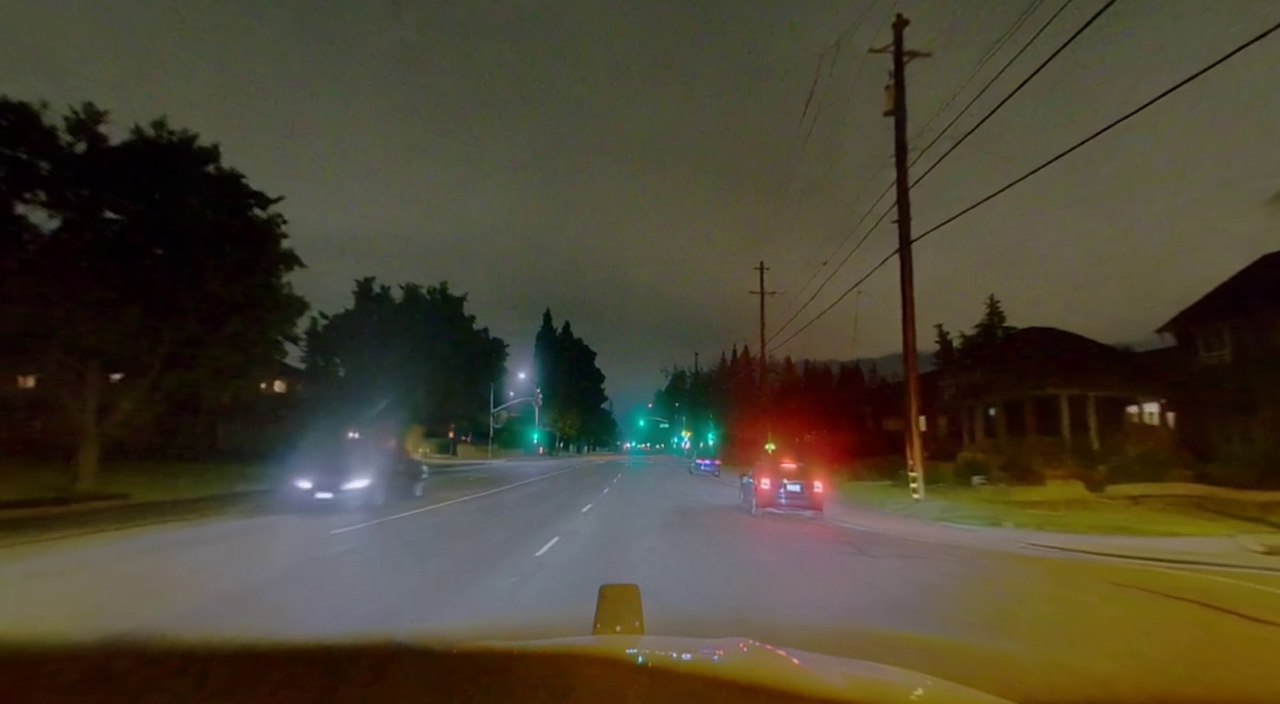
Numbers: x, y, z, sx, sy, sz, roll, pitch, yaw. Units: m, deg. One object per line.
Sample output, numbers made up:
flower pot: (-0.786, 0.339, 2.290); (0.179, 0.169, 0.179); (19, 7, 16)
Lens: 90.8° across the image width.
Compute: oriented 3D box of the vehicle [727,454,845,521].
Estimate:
vehicle: (3.777, 3.577, 17.290); (2.031, 1.500, 4.590); (1, -9, -1)

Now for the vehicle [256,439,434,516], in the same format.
vehicle: (-6.535, 2.803, 14.666); (2.049, 1.494, 4.226); (0, -9, 0)

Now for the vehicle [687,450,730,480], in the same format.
vehicle: (4.034, 6.746, 38.037); (2.020, 1.690, 4.621); (1, -9, -1)
